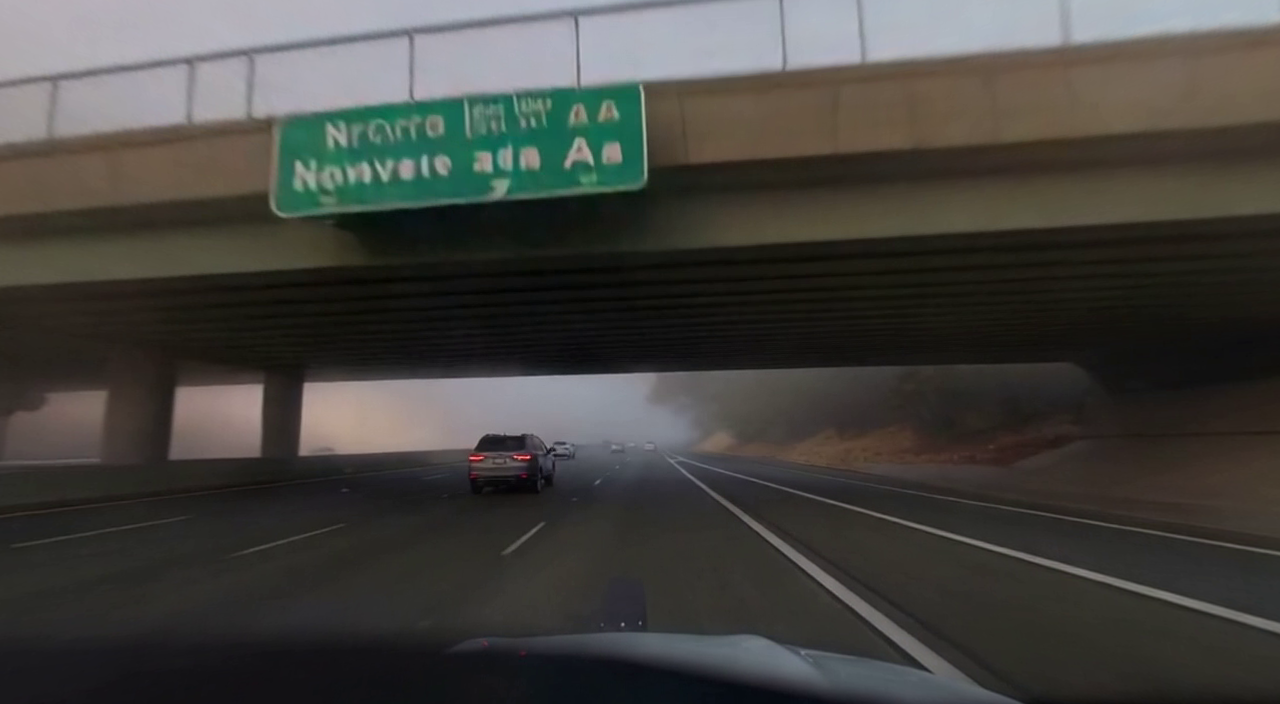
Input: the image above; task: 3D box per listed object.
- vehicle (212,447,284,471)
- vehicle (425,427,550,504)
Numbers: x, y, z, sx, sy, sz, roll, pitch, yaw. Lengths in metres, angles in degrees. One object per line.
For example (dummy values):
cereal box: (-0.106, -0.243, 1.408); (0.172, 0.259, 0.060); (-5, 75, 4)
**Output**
vehicle: (-25.319, 6.909, 40.734); (1.825, 1.430, 4.256); (0, -8, 2)
vehicle: (-3.710, 2.860, 16.234); (2.048, 1.705, 4.384); (0, -8, 1)
